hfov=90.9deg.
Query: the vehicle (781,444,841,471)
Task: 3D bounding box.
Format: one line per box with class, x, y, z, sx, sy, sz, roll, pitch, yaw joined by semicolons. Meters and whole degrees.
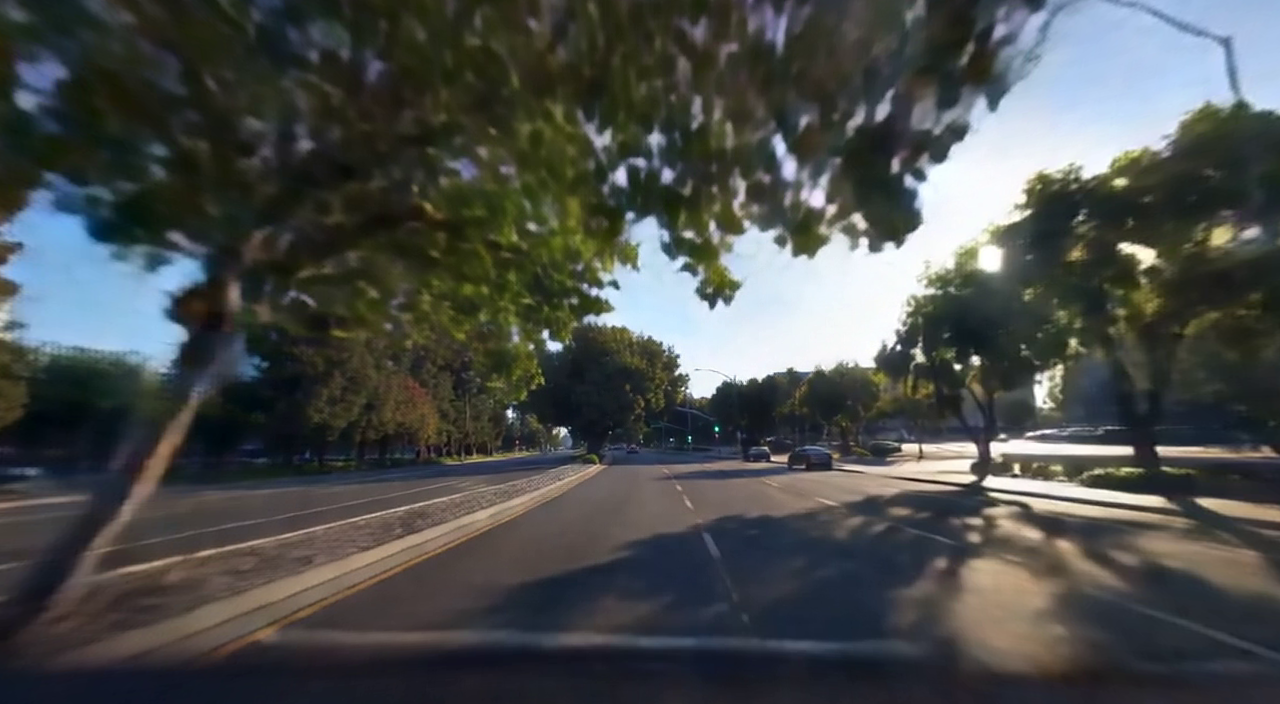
vehicle;10.543;6.523;39.303;2.109;1.533;5.664;0;-8;-1
